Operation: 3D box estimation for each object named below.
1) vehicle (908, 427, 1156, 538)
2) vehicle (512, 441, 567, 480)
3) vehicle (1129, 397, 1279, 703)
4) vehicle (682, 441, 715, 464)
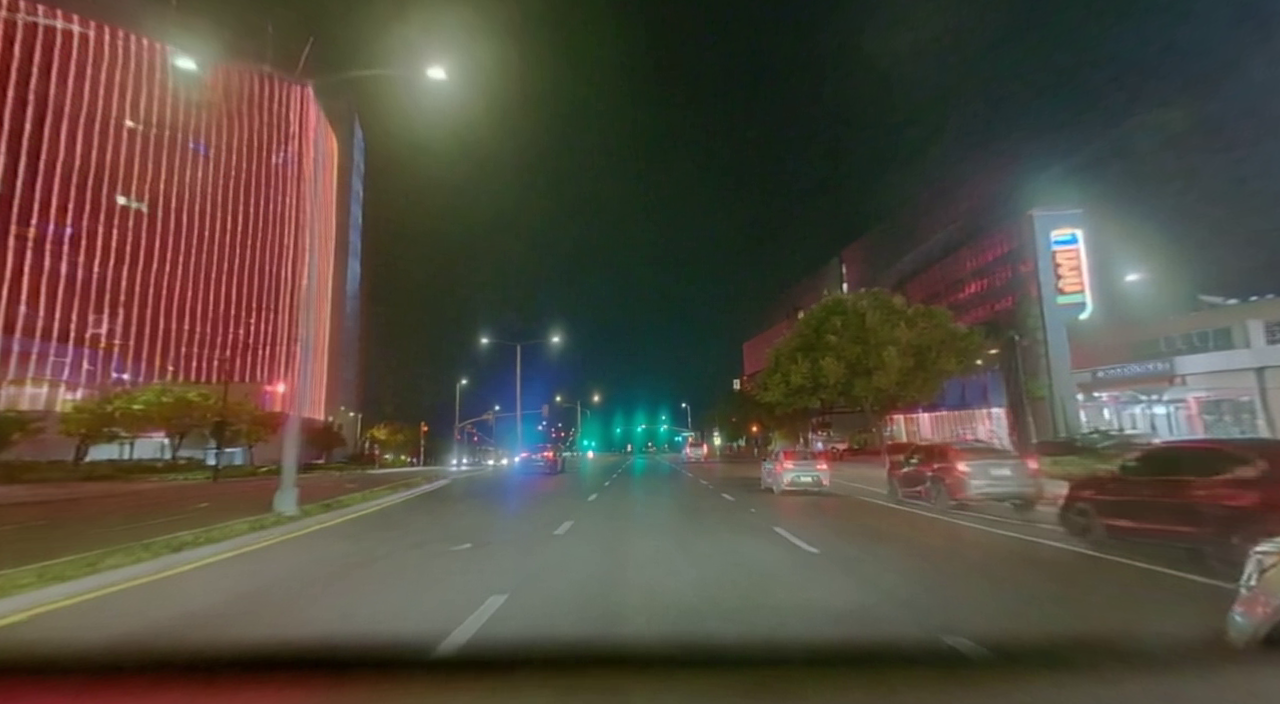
[{"bbox_3d":[7.243,2.430,12.402,1.928,1.729,4.619,0,-9,1],"label":"vehicle"},{"bbox_3d":[-4.262,4.655,27.315,1.917,1.511,4.436,0,-9,-3],"label":"vehicle"},{"bbox_3d":[3.446,0.685,0.829,1.981,1.499,4.536,0,-9,1],"label":"vehicle"},{"bbox_3d":[4.407,7.691,48.308,2.007,1.683,4.171,0,-9,-1],"label":"vehicle"}]
